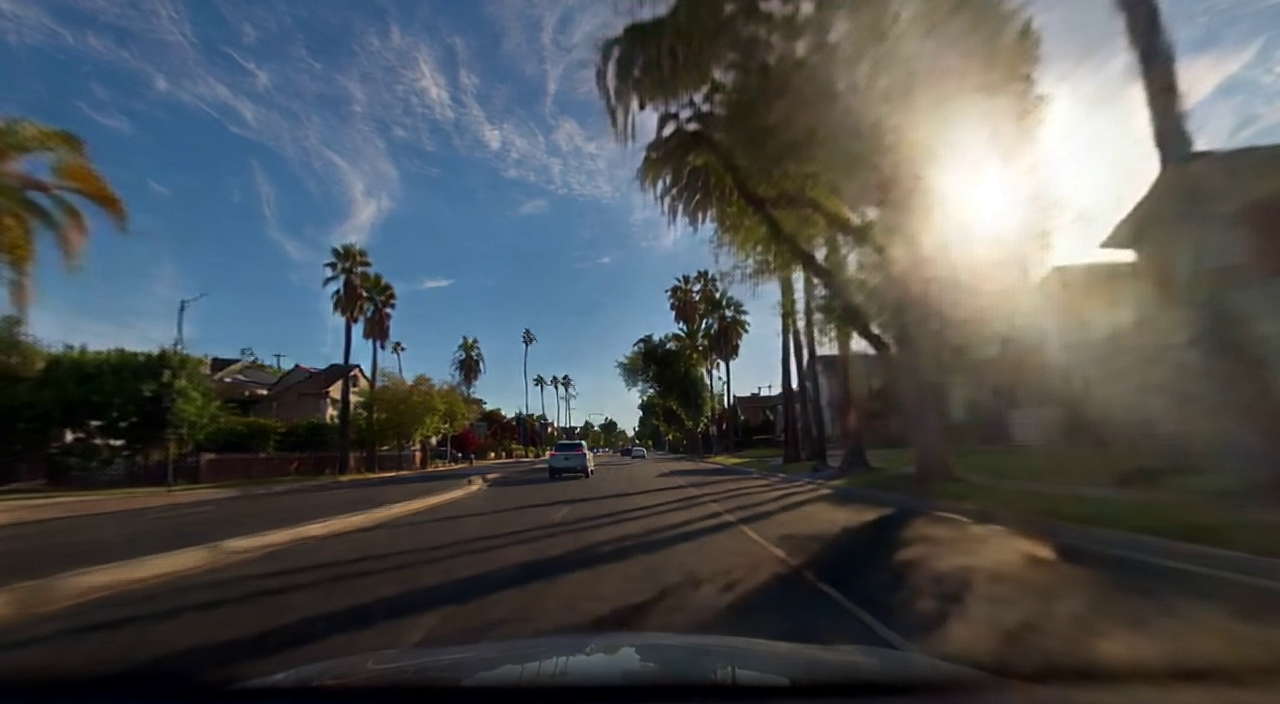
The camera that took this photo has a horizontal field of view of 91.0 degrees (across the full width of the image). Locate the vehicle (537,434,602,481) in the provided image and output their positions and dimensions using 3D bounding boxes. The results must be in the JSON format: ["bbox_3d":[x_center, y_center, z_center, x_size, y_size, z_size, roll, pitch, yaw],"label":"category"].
[{"bbox_3d":[-3.158,4.923,29.672,2.370,1.968,5.698,0,-9,0],"label":"vehicle"}]
